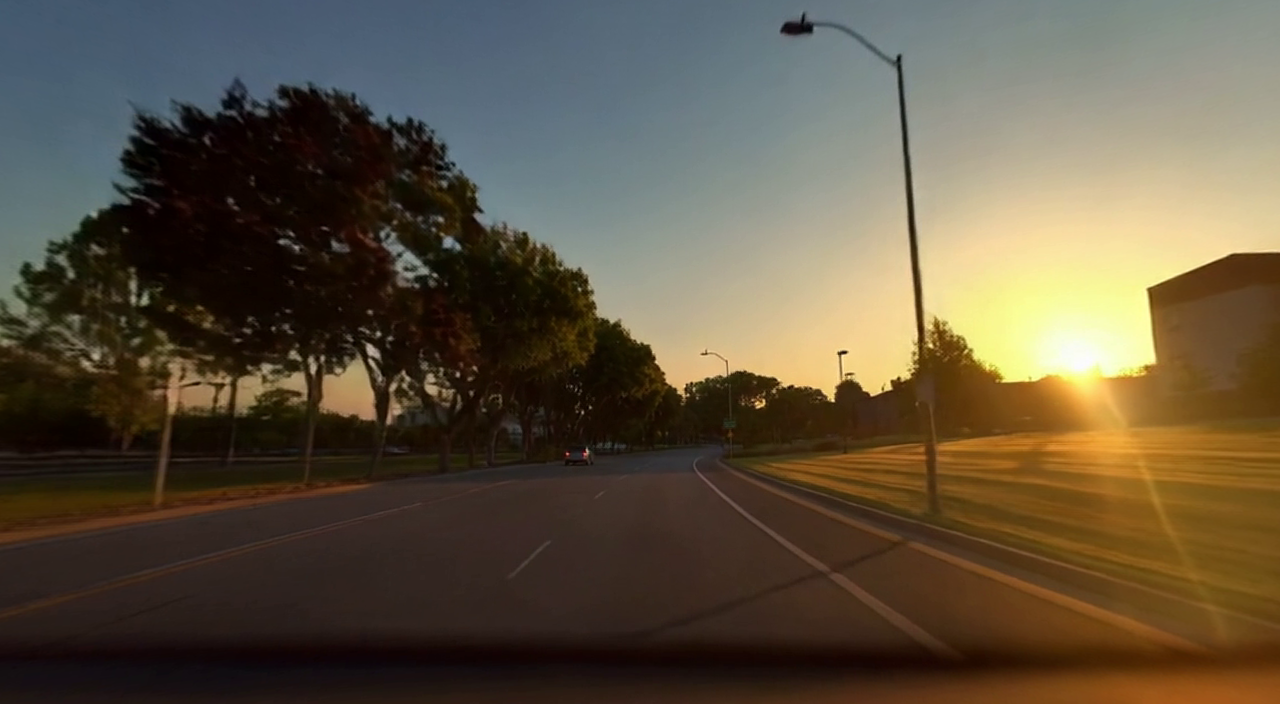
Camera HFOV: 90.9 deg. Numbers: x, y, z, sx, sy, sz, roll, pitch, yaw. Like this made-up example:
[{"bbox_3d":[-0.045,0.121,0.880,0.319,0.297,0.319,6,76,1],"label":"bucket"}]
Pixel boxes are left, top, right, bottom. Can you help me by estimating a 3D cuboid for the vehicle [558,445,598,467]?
[{"bbox_3d":[-4.221,7.162,43.620,1.945,1.461,4.605,-1,-8,5],"label":"vehicle"}]
